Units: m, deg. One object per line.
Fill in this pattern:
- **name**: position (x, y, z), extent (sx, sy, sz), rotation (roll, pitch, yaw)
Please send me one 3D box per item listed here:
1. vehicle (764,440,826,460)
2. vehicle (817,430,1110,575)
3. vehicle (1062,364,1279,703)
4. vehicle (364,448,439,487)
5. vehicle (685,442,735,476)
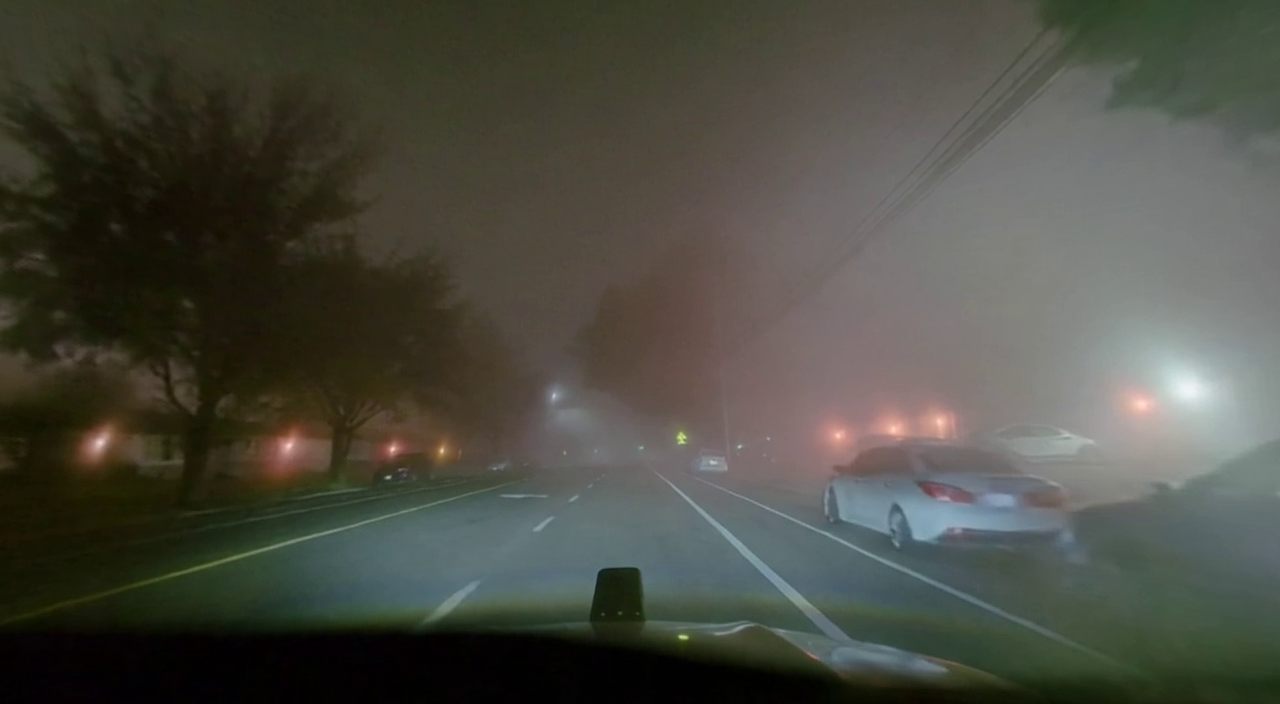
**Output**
- **vehicle**: position (11.793, 7.474, 48.323), extent (4.285, 1.434, 1.740), rotation (0, -8, 0)
- **vehicle**: position (4.040, 1.921, 8.883), extent (1.901, 1.521, 4.204), rotation (0, -8, 0)
- **vehicle**: position (4.100, 0.810, 2.352), extent (1.915, 1.715, 4.451), rotation (0, -8, -1)
- **vehicle**: position (-11.362, 5.516, 30.495), extent (2.091, 1.717, 4.392), rotation (0, -8, -3)
- **vehicle**: position (3.611, 5.615, 33.411), extent (2.007, 1.657, 4.362), rotation (0, -9, -2)
